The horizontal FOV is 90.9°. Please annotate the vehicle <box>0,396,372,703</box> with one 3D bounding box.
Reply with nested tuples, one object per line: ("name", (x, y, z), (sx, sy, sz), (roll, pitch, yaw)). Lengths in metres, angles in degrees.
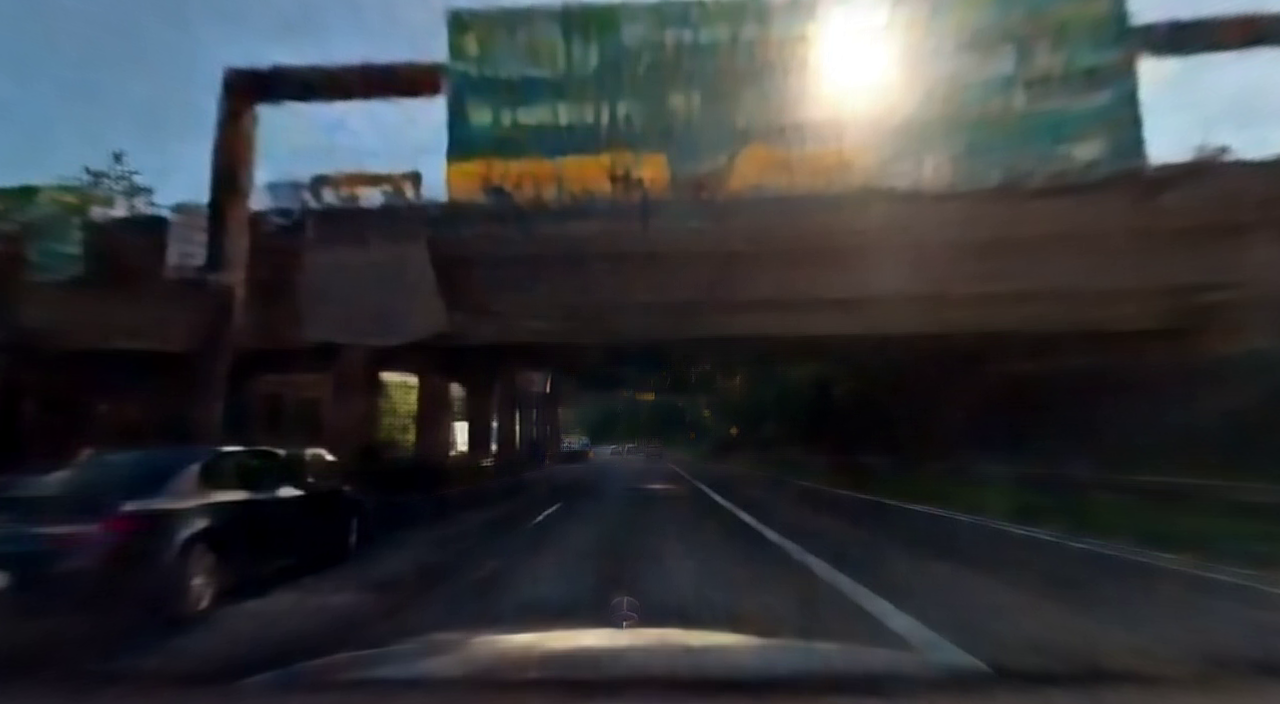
("vehicle", (-4.047, 1.302, 5.034), (1.936, 1.545, 4.116), (0, -9, 1))
